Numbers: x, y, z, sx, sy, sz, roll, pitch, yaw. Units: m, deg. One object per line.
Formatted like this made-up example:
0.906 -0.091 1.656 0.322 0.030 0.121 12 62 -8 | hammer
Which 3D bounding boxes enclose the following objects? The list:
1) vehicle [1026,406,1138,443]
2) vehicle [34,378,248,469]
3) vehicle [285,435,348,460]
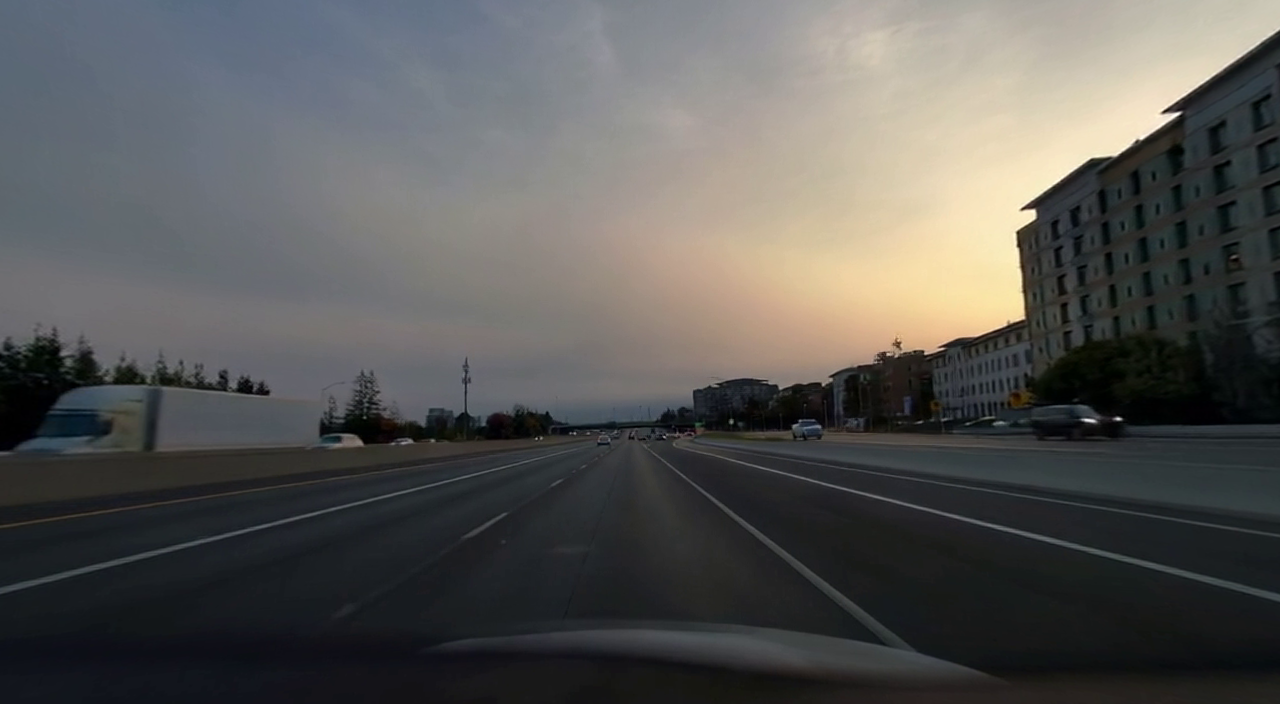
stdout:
19.000 3.199 27.312 1.718 1.467 4.407 -1 -8 1 | vehicle
-24.960 3.790 32.543 2.966 3.982 9.947 0 -8 -1 | vehicle
-20.214 5.975 39.515 1.813 1.493 4.013 0 -8 0 | vehicle
